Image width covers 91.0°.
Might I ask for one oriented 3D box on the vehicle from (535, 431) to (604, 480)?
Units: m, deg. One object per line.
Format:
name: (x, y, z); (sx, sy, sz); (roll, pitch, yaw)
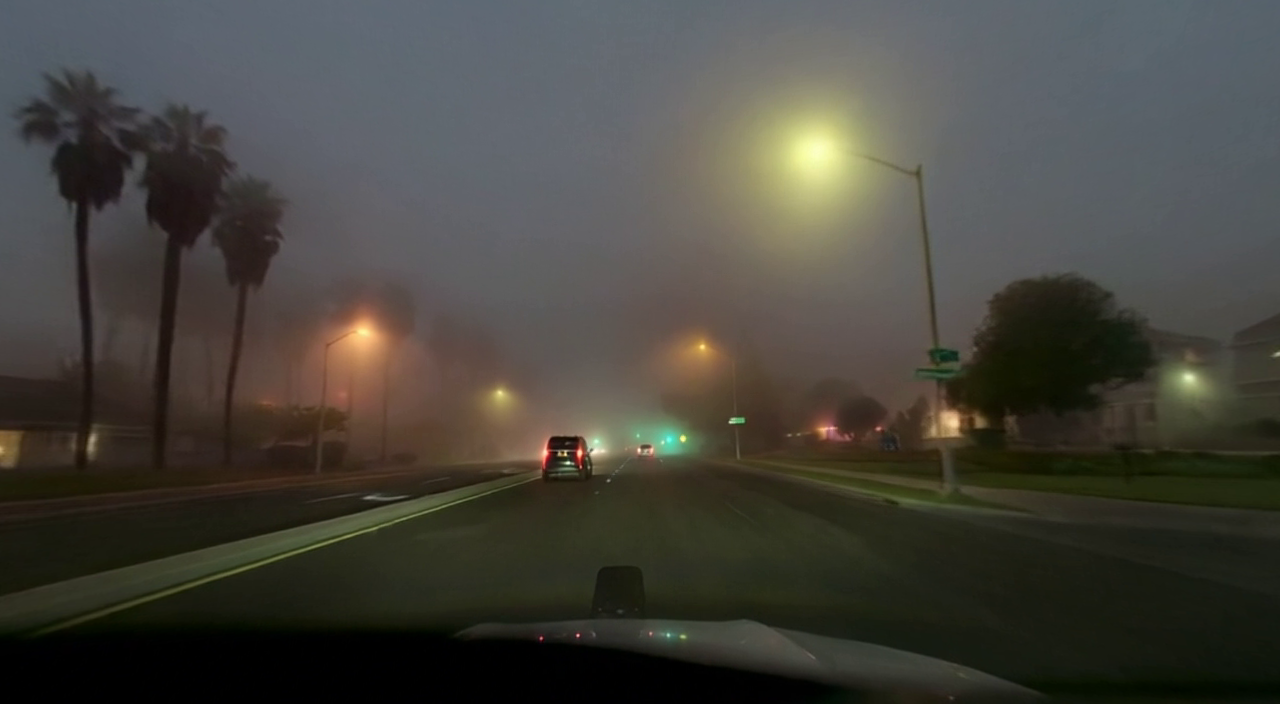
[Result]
vehicle: (-3.020, 4.620, 28.359); (2.370, 1.968, 5.698); (0, -9, 0)
